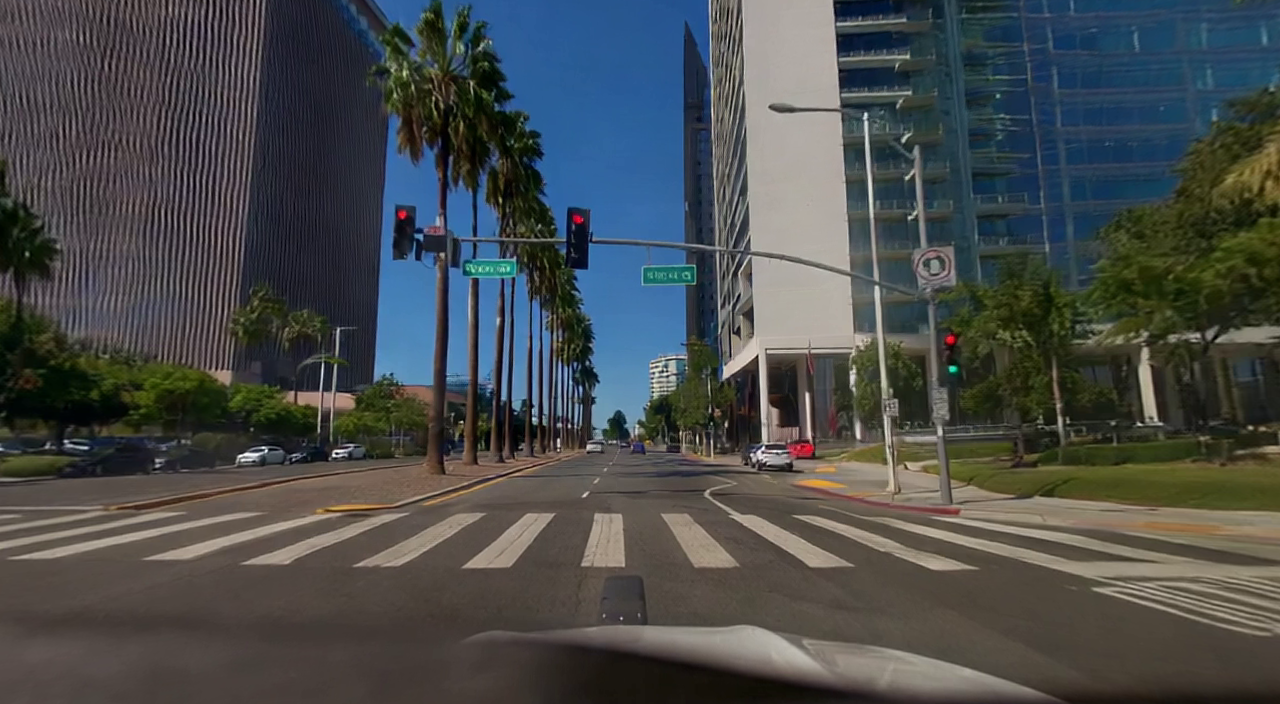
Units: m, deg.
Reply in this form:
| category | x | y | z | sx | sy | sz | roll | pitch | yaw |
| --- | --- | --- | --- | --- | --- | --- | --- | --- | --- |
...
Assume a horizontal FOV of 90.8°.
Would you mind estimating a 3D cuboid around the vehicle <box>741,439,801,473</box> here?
| category | x | y | z | sx | sy | sz | roll | pitch | yaw |
| --- | --- | --- | --- | --- | --- | --- | --- | --- | --- |
| vehicle | 7.109 | 5.684 | 34.763 | 2.225 | 1.727 | 4.418 | 0 | -9 | -2 |

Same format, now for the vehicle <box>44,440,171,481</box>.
| category | x | y | z | sx | sy | sz | roll | pitch | yaw |
| --- | --- | --- | --- | --- | --- | --- | --- | --- | --- |
| vehicle | -24.338 | 4.953 | 29.139 | 1.891 | 1.737 | 4.597 | 0 | -8 | -2 |

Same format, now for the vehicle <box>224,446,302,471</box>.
| category | x | y | z | sx | sy | sz | roll | pitch | yaw |
| --- | --- | --- | --- | --- | --- | --- | --- | --- | --- |
| vehicle | -24.304 | 6.838 | 41.015 | 1.905 | 1.496 | 4.960 | -1 | -9 | 2 |

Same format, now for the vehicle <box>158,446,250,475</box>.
| category | x | y | z | sx | sy | sz | roll | pitch | yaw |
| --- | --- | --- | --- | --- | --- | --- | --- | --- | --- |
| vehicle | -24.223 | 6.013 | 35.330 | 1.792 | 1.461 | 4.569 | 0 | -8 | 1 |
